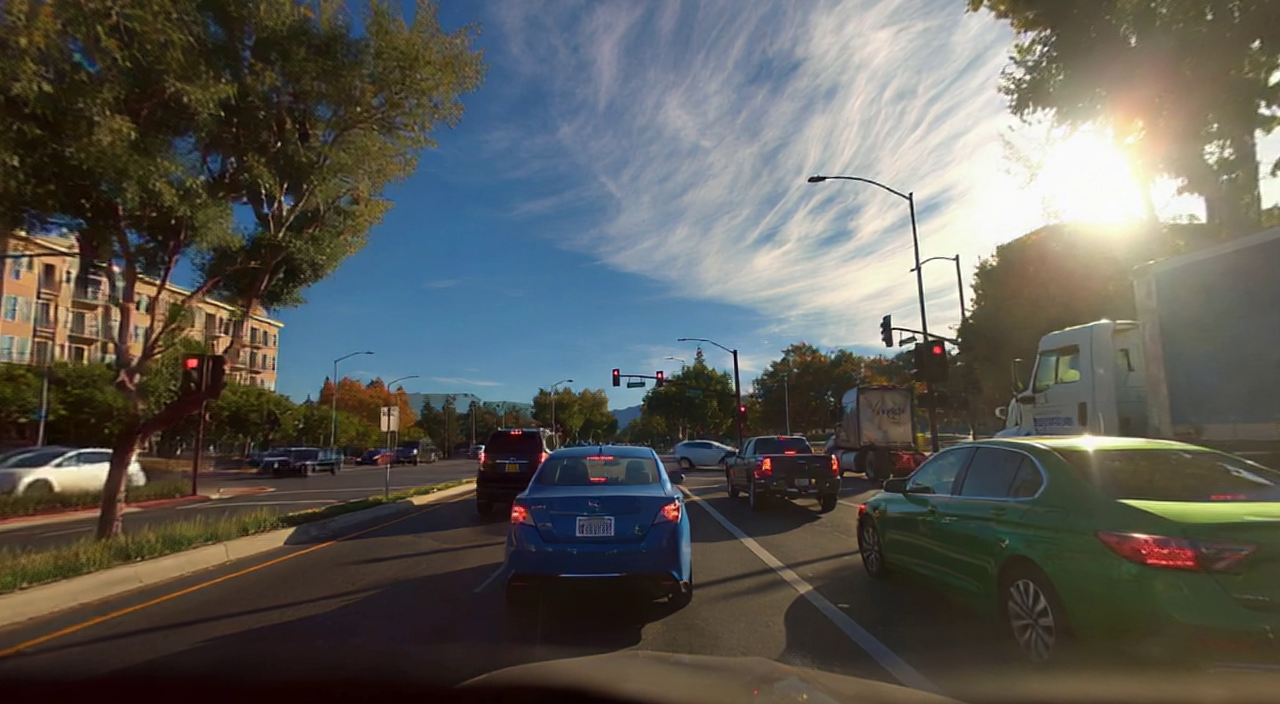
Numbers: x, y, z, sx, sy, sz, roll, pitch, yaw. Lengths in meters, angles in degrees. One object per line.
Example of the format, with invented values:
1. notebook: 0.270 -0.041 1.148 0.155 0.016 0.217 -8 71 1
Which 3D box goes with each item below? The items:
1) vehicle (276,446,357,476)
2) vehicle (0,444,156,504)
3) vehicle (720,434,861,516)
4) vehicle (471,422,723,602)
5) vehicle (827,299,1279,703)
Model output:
1. vehicle: -18.109 6.112 35.663 2.130 1.550 4.618 0 -8 1
2. vehicle: -18.094 3.774 20.074 1.976 1.667 4.274 0 -8 1
3. vehicle: 3.151 2.674 14.314 2.026 1.549 4.559 0 -8 -1
4. vehicle: -0.391 1.652 7.390 2.143 1.520 3.848 0 -8 -1
5. vehicle: 3.573 1.106 5.054 2.572 1.945 5.065 0 -8 0
